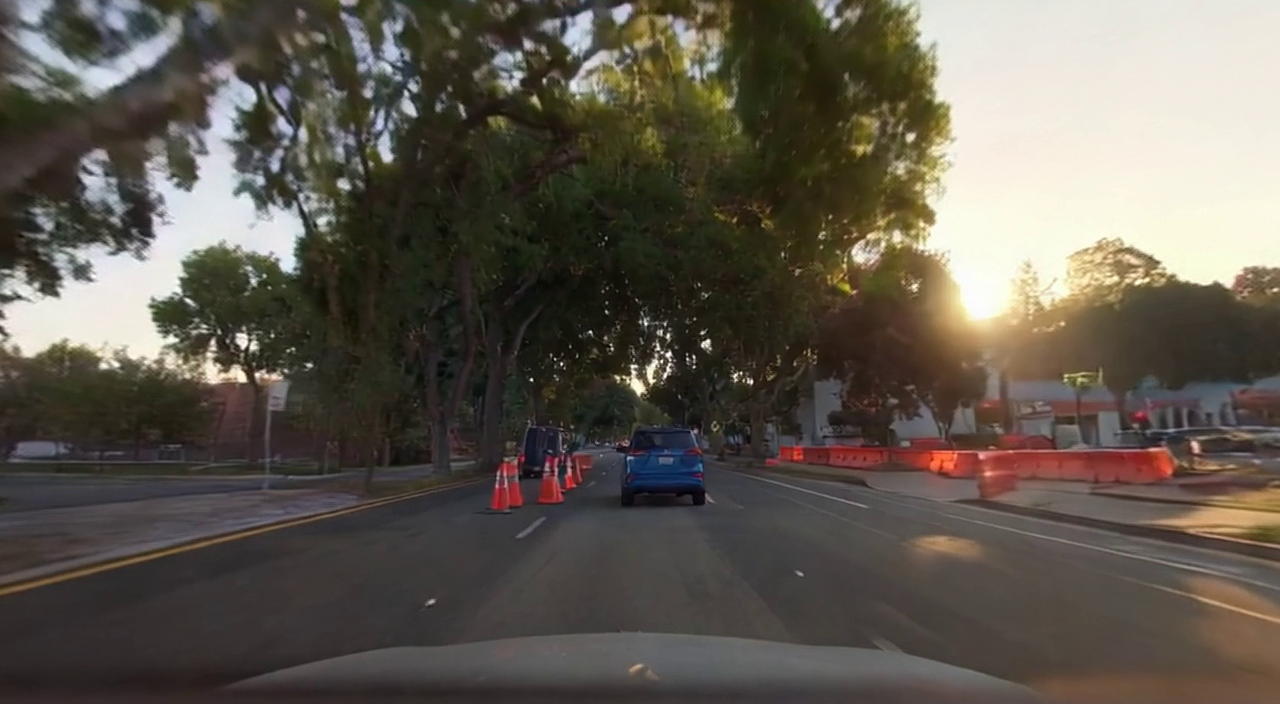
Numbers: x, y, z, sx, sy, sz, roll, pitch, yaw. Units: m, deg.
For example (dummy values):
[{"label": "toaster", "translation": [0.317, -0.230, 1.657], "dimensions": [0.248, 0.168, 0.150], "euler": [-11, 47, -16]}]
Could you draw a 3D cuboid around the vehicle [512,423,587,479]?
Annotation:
[{"label": "vehicle", "translation": [-3.608, 4.112, 26.456], "dimensions": [2.357, 2.063, 5.488], "euler": [0, -8, 0]}]

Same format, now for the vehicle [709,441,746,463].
[{"label": "vehicle", "translation": [6.462, 7.465, 47.275], "dimensions": [2.076, 1.535, 4.460], "euler": [0, -9, -1]}]

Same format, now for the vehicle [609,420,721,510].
[{"label": "vehicle", "translation": [0.382, 2.499, 14.371], "dimensions": [2.168, 1.725, 4.192], "euler": [0, -8, -3]}]
